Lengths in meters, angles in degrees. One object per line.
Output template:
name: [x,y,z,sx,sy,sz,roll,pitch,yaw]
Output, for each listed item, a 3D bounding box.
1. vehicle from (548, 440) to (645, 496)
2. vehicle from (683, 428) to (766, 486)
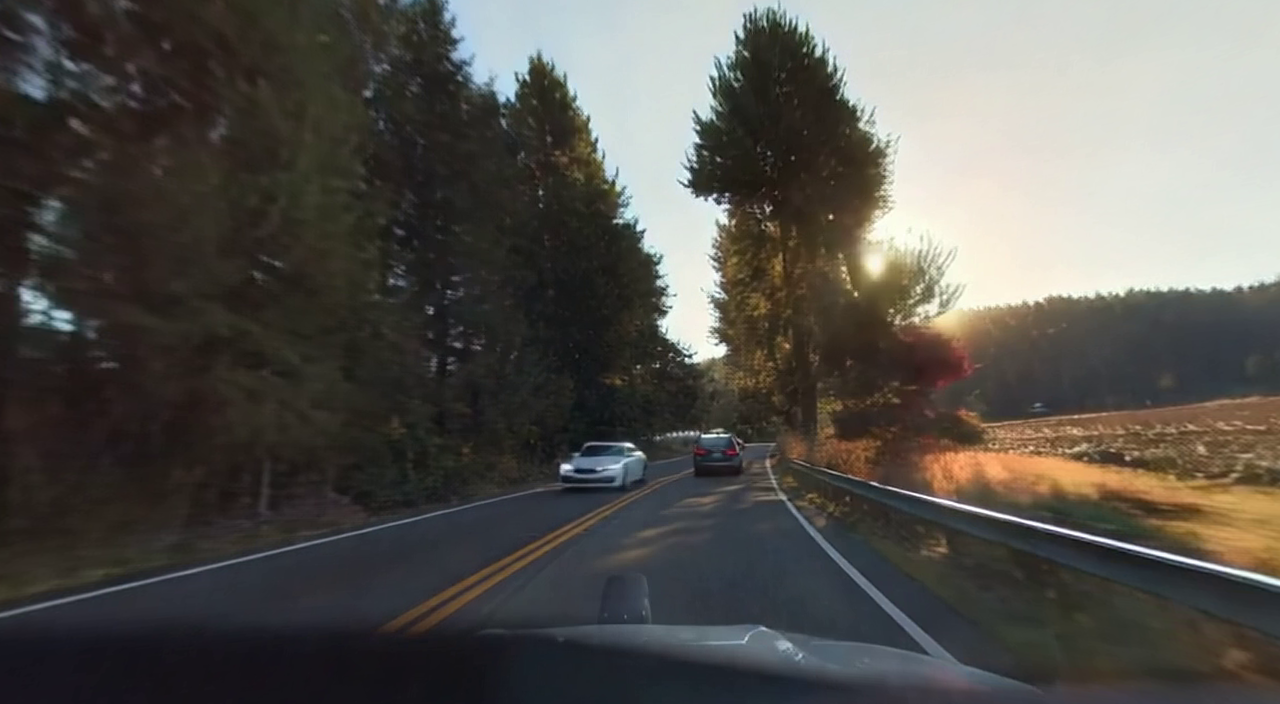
vehicle: [-1.239,3.637,20.233,2.143,1.586,4.238,-1,-9,10]
vehicle: [2.695,3.241,19.768,2.274,1.583,4.349,-1,-8,9]
